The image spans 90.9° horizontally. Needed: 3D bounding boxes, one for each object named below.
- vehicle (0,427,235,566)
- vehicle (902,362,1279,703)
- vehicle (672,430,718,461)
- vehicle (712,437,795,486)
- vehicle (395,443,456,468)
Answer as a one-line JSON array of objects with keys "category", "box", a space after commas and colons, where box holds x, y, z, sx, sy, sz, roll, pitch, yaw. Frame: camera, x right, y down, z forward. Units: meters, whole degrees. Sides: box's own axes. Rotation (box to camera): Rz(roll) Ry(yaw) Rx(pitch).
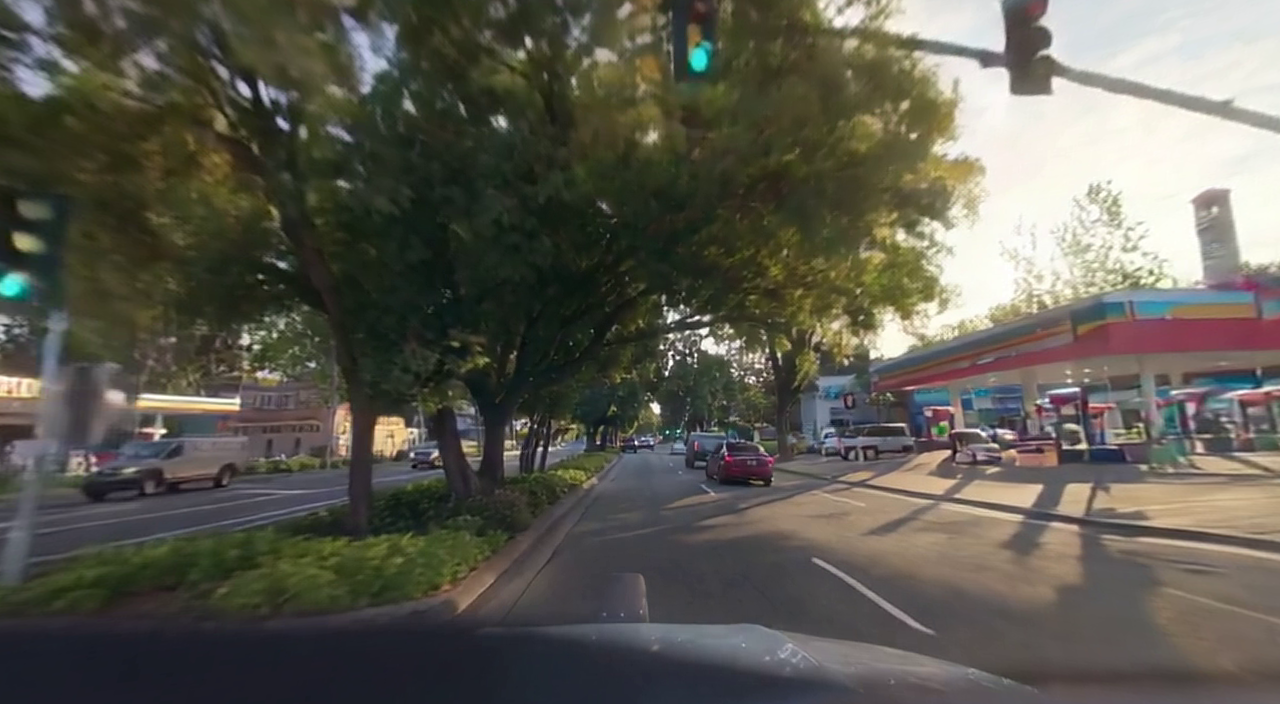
[{"category": "vehicle", "box": [-8.317, 1.790, 8.228, 2.842, 1.476, 4.980, -3, -7, -1]}, {"category": "vehicle", "box": [3.775, 1.089, 4.225, 1.875, 1.665, 4.931, 0, -8, 0]}, {"category": "vehicle", "box": [3.709, 6.441, 43.527, 2.611, 1.983, 5.165, 0, -8, -1]}, {"category": "vehicle", "box": [3.623, 3.564, 20.875, 1.871, 1.442, 4.122, 0, -8, -1]}, {"category": "vehicle", "box": [-14.190, 6.843, 42.098, 2.031, 1.539, 5.646, 0, -8, 0]}]
